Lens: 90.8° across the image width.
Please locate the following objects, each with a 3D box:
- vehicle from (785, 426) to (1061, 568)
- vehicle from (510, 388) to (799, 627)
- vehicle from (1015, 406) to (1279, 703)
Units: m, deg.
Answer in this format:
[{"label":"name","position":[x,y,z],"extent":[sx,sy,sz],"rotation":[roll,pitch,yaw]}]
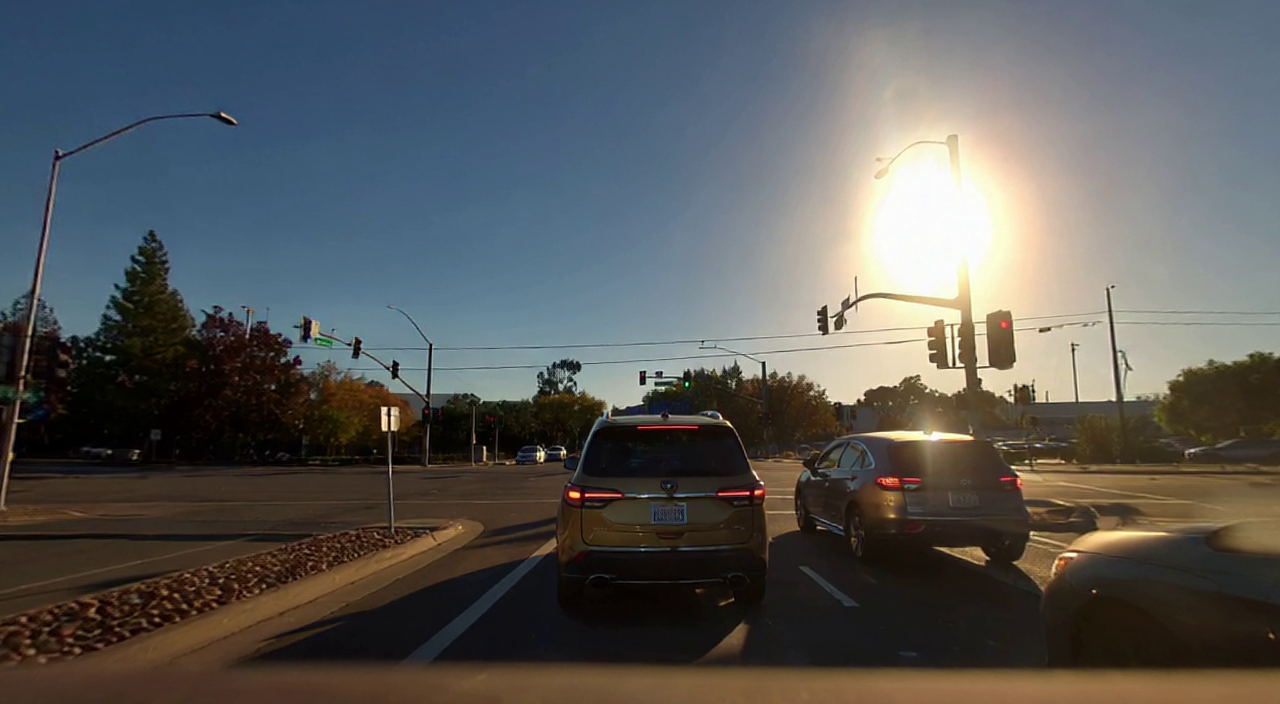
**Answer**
[{"label":"vehicle","position":[3.527,1.868,8.936],"extent":[1.861,1.495,4.215],"rotation":[0,-8,-1]},{"label":"vehicle","position":[0.108,1.499,7.076],"extent":[2.170,1.793,4.468],"rotation":[0,-8,0]},{"label":"vehicle","position":[3.157,0.815,1.426],"extent":[1.924,1.466,4.461],"rotation":[0,-8,1]}]
